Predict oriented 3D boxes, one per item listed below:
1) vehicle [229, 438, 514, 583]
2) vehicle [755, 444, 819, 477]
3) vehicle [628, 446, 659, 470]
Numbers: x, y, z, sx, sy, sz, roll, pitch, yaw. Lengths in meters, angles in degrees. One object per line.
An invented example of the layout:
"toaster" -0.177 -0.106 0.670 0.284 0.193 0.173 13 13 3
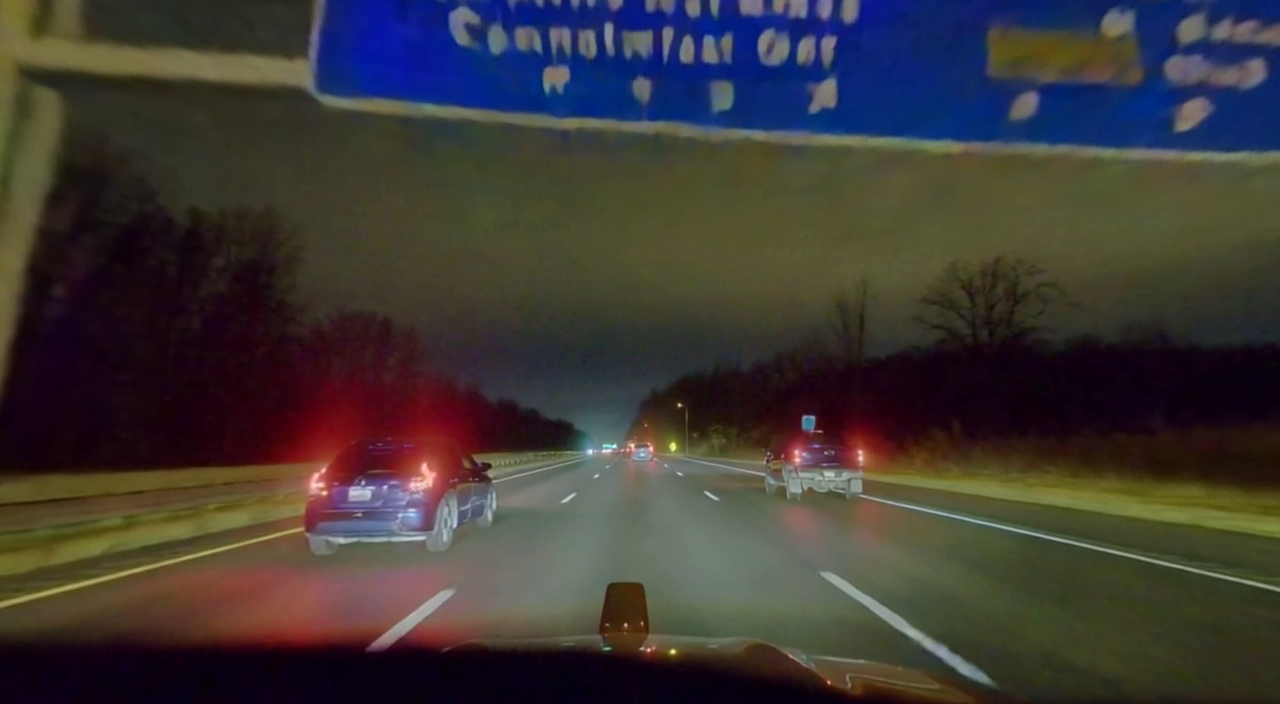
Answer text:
"vehicle" -3.285 2.004 8.886 2.012 1.500 4.452 0 -9 1
"vehicle" 7.736 5.743 33.632 2.081 1.576 5.604 0 -9 0
"vehicle" 0.195 6.745 40.166 1.859 1.478 3.799 0 -9 0
